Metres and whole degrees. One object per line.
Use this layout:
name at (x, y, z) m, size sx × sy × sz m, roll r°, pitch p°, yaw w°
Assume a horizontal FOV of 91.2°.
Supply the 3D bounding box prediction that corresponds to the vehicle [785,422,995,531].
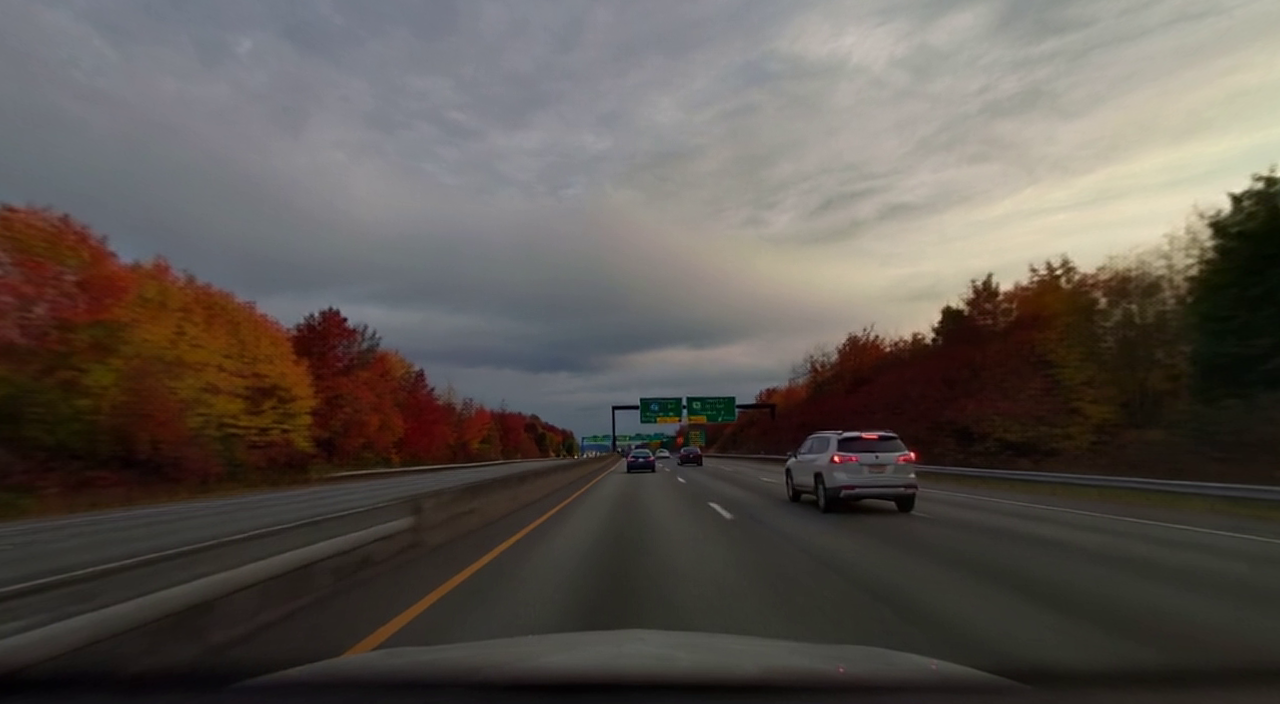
vehicle at (4.522, 2.347, 12.291) m, size 2.250 × 1.718 × 4.358 m, roll 0°, pitch -9°, yaw -1°

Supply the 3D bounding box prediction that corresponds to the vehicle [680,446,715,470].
vehicle at (3.881, 7.275, 43.115) m, size 1.959 × 1.528 × 4.207 m, roll 0°, pitch -9°, yaw -1°

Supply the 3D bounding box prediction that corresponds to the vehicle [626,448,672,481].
vehicle at (0.376, 5.246, 29.493) m, size 2.037 × 1.418 × 3.793 m, roll 0°, pitch -9°, yaw -1°
